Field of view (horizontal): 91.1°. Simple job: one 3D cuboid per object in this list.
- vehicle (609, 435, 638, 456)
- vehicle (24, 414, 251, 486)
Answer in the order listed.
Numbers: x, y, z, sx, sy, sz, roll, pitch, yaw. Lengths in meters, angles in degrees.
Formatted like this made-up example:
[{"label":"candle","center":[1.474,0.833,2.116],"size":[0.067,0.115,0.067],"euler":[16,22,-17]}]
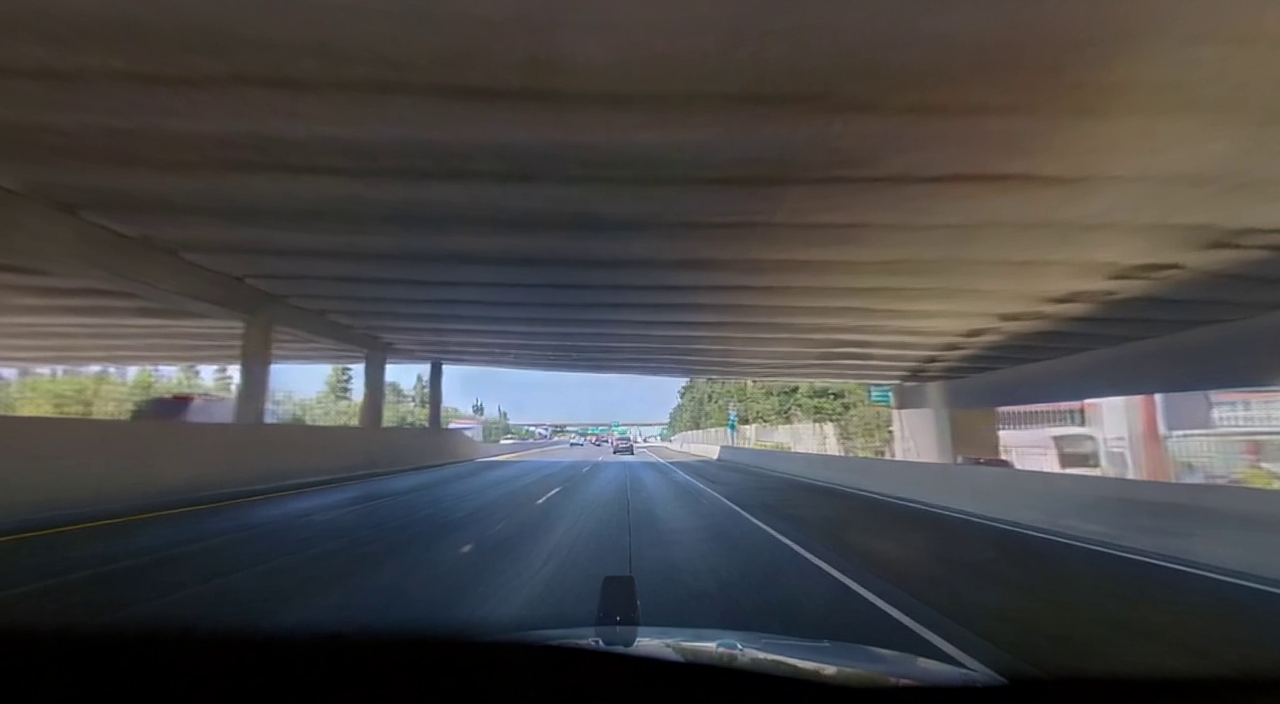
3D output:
[{"label":"vehicle","center":[-1.242,6.954,46.976],"size":[2.025,1.519,3.924],"euler":[0,-8,-2]},{"label":"vehicle","center":[-12.502,2.478,16.186],"size":[1.927,1.559,4.766],"euler":[0,-8,-1]}]
